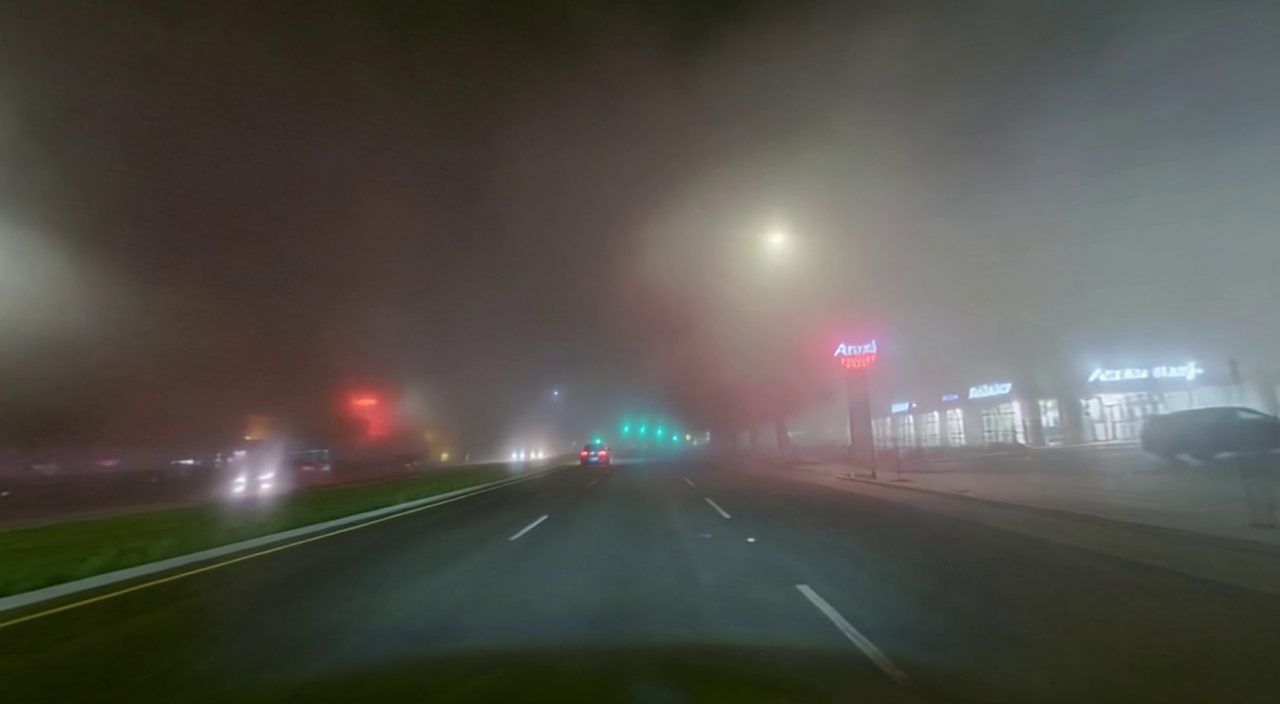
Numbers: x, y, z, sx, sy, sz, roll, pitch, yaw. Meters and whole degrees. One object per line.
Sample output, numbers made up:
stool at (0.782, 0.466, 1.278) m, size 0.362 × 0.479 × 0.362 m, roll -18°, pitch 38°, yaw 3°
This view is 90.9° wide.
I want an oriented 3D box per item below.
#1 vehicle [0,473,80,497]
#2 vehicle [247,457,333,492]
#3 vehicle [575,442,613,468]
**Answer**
vehicle at (-42.287, 9.339, 44.199) m, size 4.361 × 1.478 × 1.893 m, roll 0°, pitch -8°, yaw 5°
vehicle at (-17.881, 6.266, 32.492) m, size 1.948 × 1.535 × 4.600 m, roll 0°, pitch -8°, yaw -2°
vehicle at (-2.720, 6.192, 38.103) m, size 1.926 × 1.442 × 4.231 m, roll 0°, pitch -8°, yaw 0°
